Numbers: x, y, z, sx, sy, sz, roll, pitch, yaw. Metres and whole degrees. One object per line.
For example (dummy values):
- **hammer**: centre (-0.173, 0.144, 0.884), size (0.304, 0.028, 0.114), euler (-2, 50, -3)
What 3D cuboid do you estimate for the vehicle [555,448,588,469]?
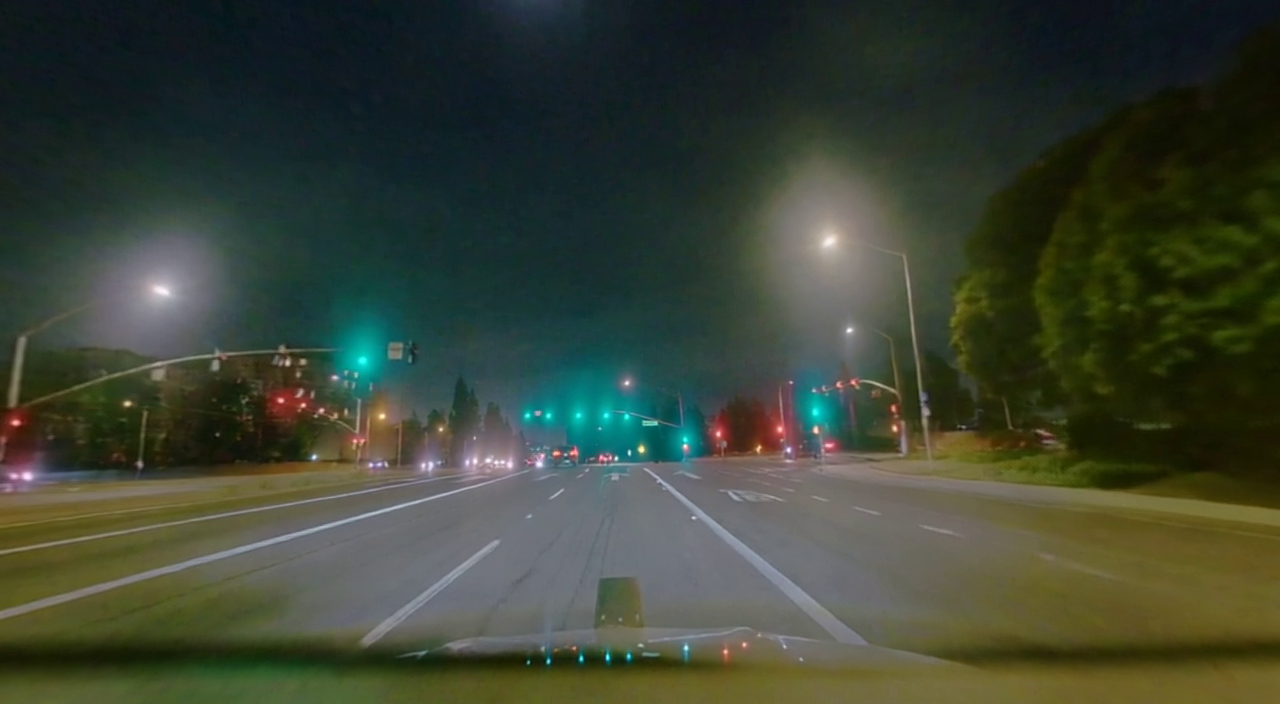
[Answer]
- **vehicle**: centre (-5.018, 7.912, 46.974), size (2.073, 1.445, 4.151), euler (0, -8, -2)

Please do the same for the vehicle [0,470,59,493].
- **vehicle**: centre (-48.601, 10.051, 49.078), size (4.801, 1.625, 2.063), euler (0, -8, -1)
